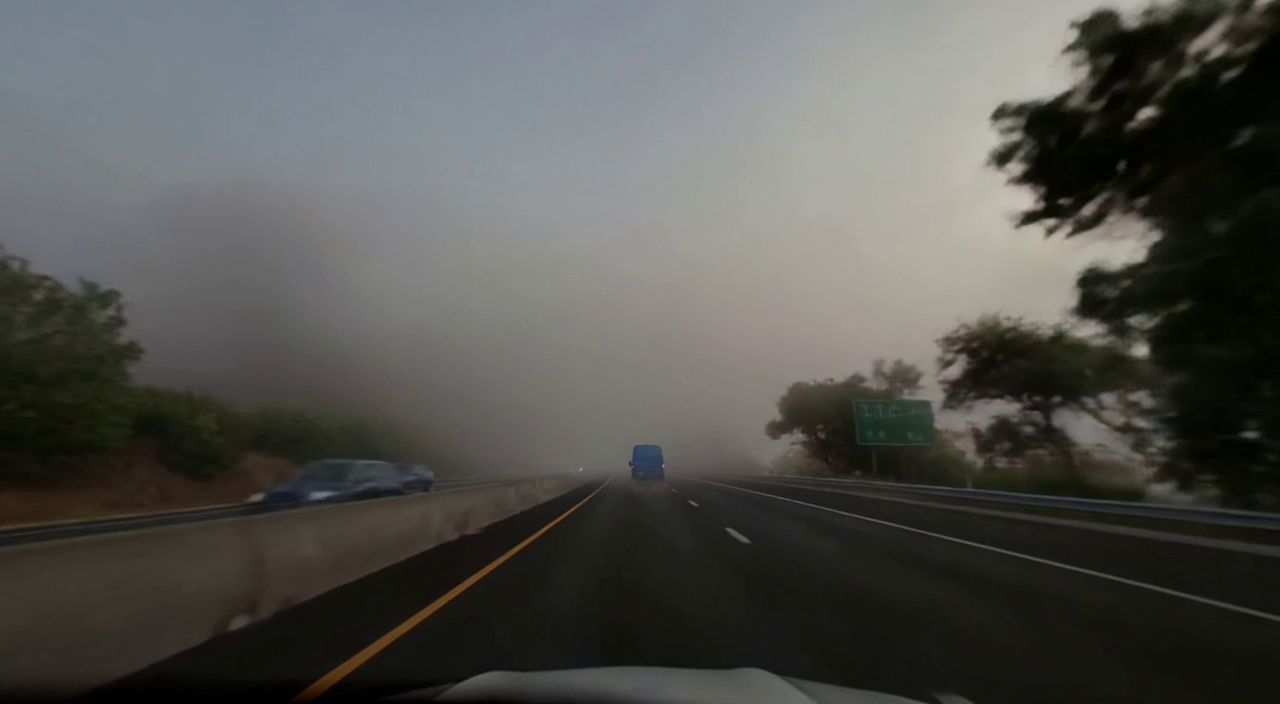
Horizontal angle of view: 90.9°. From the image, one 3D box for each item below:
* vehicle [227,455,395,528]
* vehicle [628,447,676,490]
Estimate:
[{"bbox_3d":[-7.981,3.430,15.833,1.980,1.534,4.116,1,-10,0],"label":"vehicle"},{"bbox_3d":[0.592,6.496,35.055,2.429,2.167,4.558,1,-10,-1],"label":"vehicle"}]
